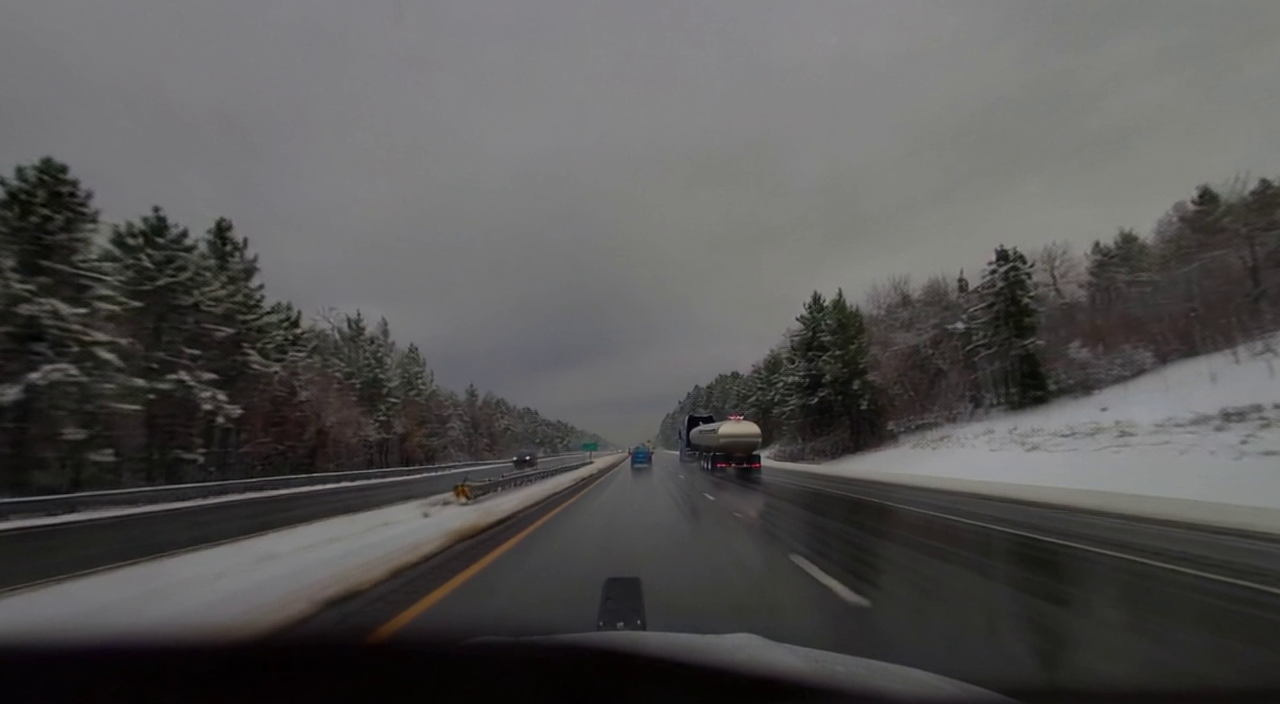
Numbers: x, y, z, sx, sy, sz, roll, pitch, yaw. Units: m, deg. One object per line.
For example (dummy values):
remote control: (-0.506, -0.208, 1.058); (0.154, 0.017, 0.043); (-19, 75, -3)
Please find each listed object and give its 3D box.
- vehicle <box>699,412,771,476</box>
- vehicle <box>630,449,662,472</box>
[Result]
vehicle: (4.901, 5.015, 34.092); (2.718, 3.034, 7.395); (0, -9, 0)
vehicle: (0.367, 6.832, 39.921); (1.926, 1.386, 3.615); (0, -9, 0)
